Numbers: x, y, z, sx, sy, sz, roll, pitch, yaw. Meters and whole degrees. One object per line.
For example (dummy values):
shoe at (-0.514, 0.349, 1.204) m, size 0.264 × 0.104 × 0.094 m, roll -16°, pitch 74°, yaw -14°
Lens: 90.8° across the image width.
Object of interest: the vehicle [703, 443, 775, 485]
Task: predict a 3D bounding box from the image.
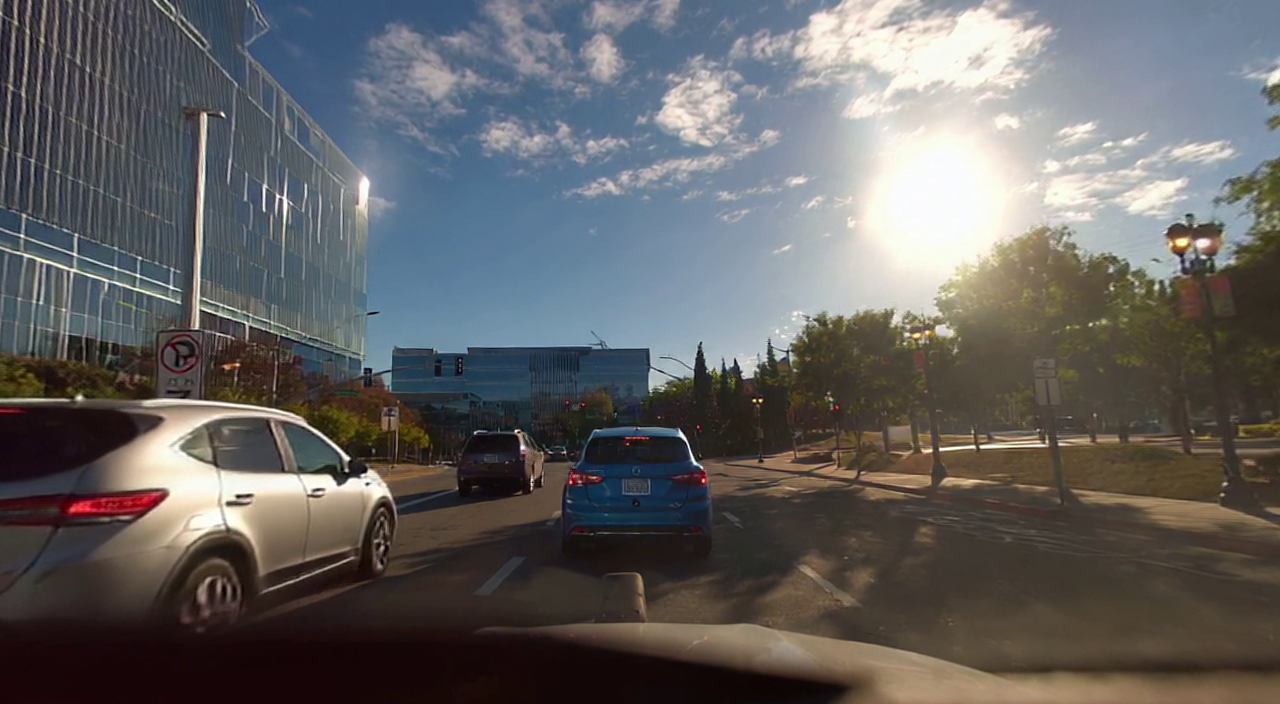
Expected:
vehicle at (3.706, 4.259, 24.446) m, size 2.082 × 1.445 × 4.426 m, roll 0°, pitch -8°, yaw 0°

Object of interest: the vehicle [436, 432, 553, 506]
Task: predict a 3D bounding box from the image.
vehicle at (-3.624, 2.988, 16.584) m, size 2.068 × 1.678 × 4.199 m, roll 0°, pitch -8°, yaw 0°

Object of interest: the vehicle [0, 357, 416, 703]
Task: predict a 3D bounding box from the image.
vehicle at (-3.569, 1.181, 4.745) m, size 2.083 × 1.691 × 4.398 m, roll 0°, pitch -8°, yaw 1°

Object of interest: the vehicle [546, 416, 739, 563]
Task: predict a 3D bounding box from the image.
vehicle at (0.005, 1.881, 9.388) m, size 2.207 × 1.659 × 4.155 m, roll 0°, pitch -8°, yaw -1°
